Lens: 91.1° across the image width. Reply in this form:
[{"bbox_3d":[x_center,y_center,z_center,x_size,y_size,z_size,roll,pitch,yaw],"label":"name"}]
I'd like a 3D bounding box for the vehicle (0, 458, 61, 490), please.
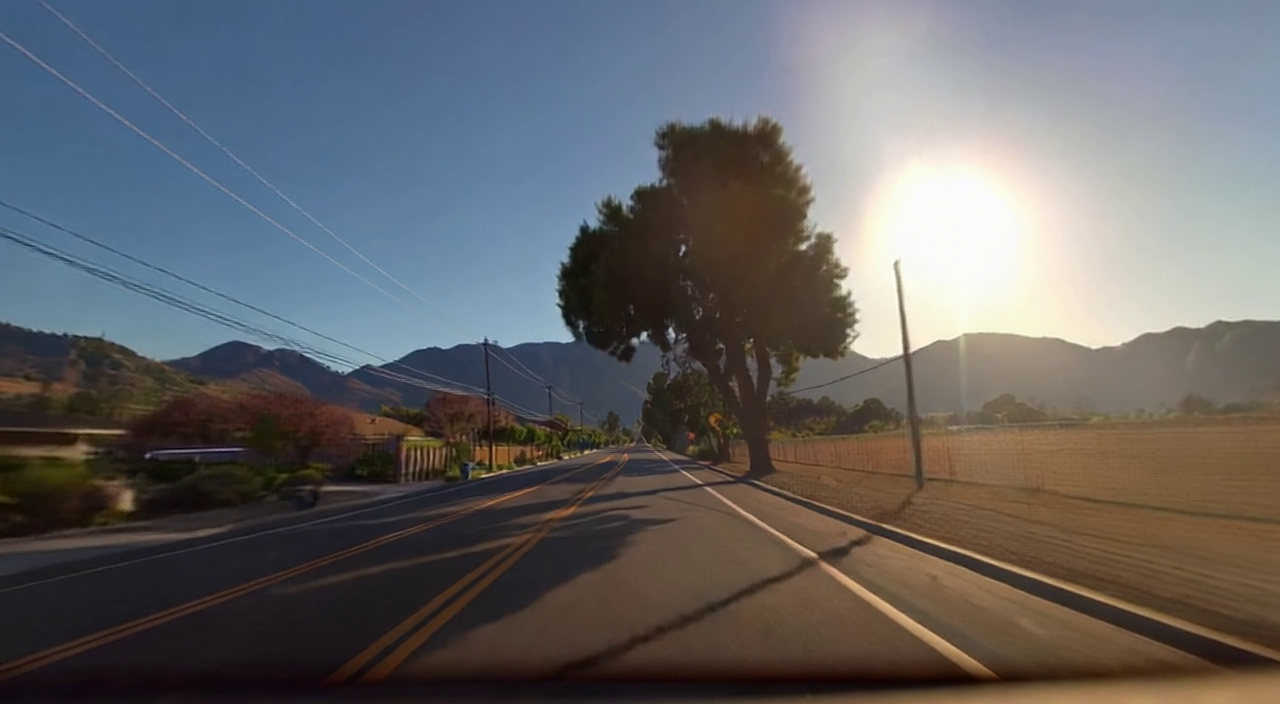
[{"bbox_3d":[-41.575,7.988,41.176,4.954,1.917,2.300,0,-8,3],"label":"vehicle"}]

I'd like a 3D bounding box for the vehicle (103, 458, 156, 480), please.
[{"bbox_3d":[-40.553,9.278,49.962,1.674,1.438,3.745,-2,-8,-11],"label":"vehicle"}]
